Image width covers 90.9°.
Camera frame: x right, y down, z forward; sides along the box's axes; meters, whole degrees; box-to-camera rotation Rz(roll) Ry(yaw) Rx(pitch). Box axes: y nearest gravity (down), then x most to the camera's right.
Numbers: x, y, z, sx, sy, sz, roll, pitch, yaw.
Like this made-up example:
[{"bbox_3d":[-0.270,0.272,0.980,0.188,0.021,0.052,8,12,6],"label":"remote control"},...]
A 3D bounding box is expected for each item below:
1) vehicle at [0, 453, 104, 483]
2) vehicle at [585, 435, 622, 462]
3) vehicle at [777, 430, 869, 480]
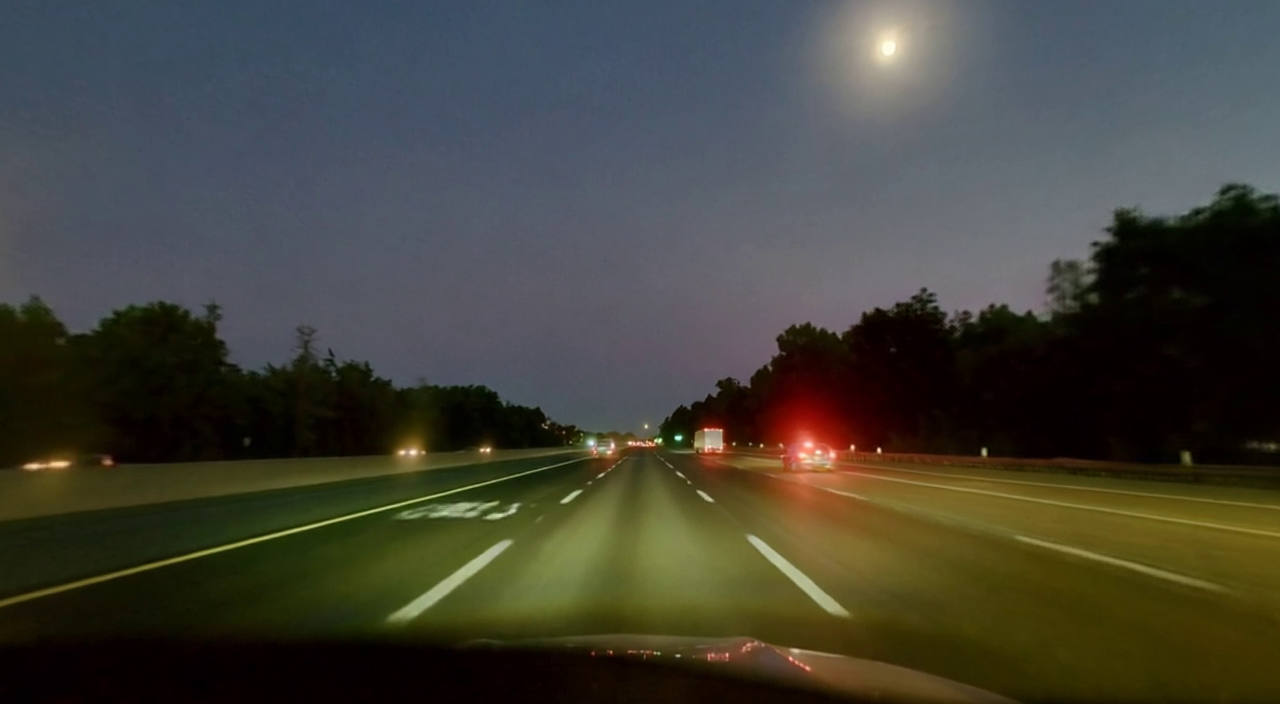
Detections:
[{"bbox_3d":[-39.669,7.773,42.522,2.053,1.812,5.647,0,-8,-1],"label":"vehicle"},{"bbox_3d":[-2.726,7.364,48.264,2.453,1.952,5.320,0,-8,0],"label":"vehicle"},{"bbox_3d":[6.706,3.828,23.617,2.063,1.706,4.259,0,-8,-1],"label":"vehicle"}]
